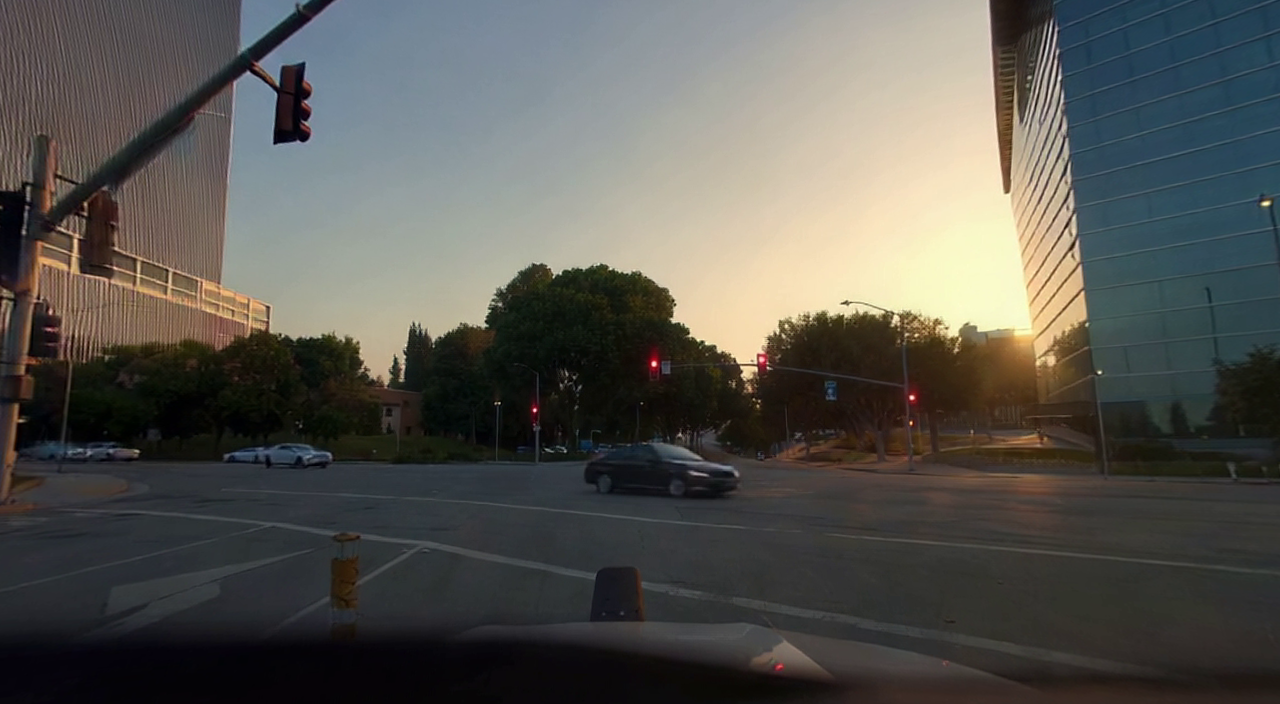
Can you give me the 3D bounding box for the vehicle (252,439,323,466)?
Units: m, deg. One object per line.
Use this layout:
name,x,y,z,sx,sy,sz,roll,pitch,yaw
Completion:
vehicle,-20.986,5.961,37.532,4.110,1.511,1.883,-6,-10,33

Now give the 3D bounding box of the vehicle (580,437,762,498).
vehicle,0.751,3.142,17.591,4.798,1.461,1.939,-7,-11,37
